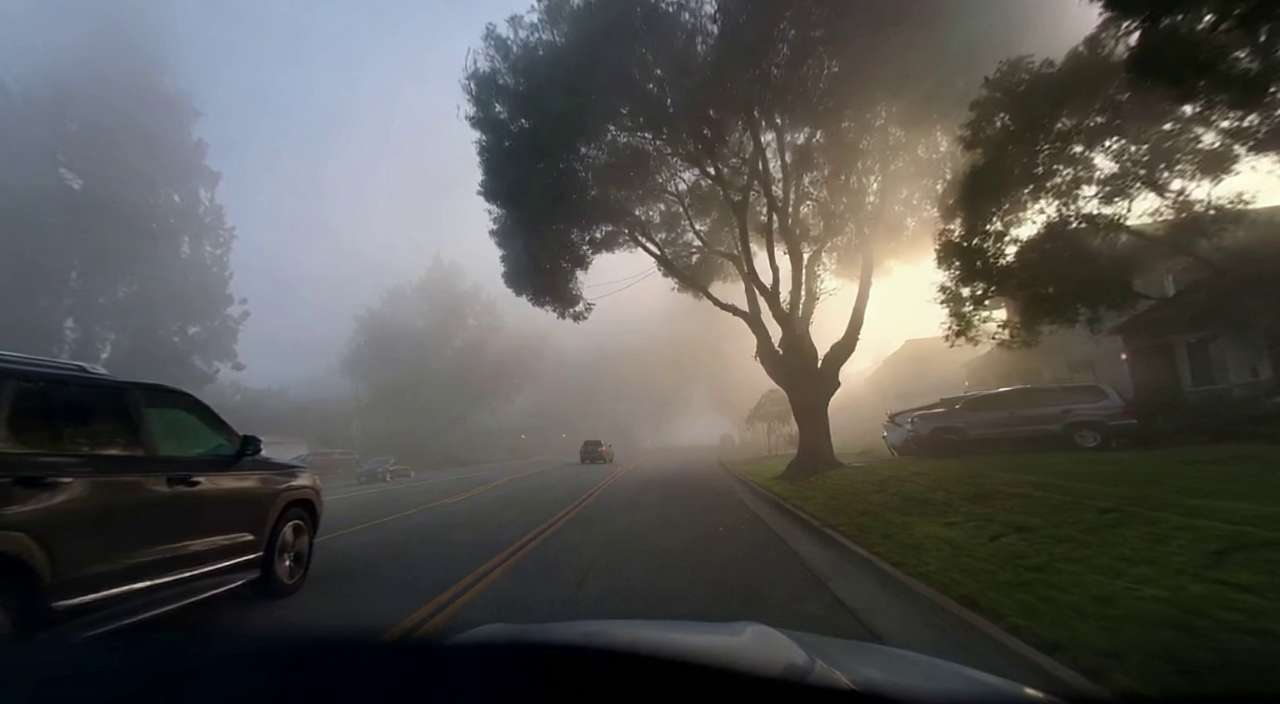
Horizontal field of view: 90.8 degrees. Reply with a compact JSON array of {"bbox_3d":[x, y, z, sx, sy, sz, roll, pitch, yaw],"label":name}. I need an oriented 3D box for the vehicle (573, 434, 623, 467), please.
[{"bbox_3d":[-2.214,5.358,34.466,2.001,1.664,4.174,-1,-9,6],"label":"vehicle"}]

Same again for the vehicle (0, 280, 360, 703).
[{"bbox_3d":[-3.933,0.869,3.783,2.085,2.084,5.133,0,-9,0],"label":"vehicle"}]

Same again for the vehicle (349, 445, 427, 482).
[{"bbox_3d":[-14.057,6.199,35.597,2.029,1.887,4.668,0,-8,6],"label":"vehicle"}]

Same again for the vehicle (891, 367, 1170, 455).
[{"bbox_3d":[9.386,1.599,15.847,5.492,1.923,2.103,-4,-9,25],"label":"vehicle"}]
